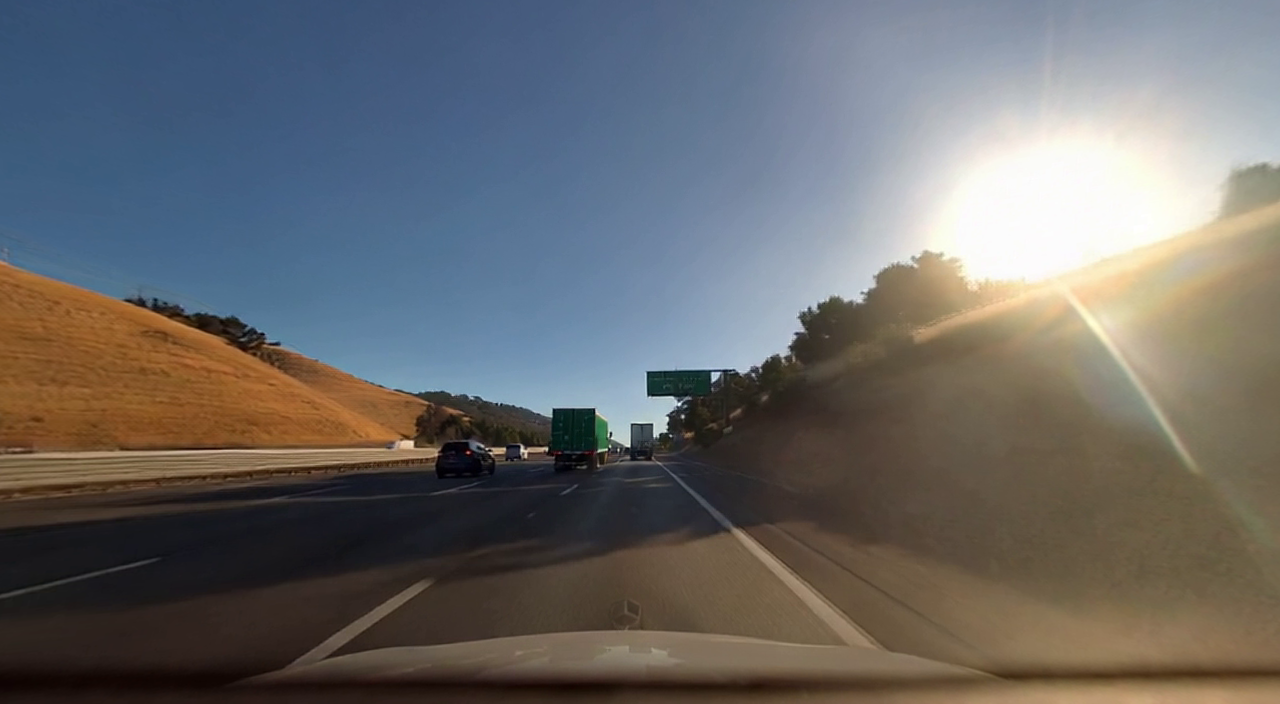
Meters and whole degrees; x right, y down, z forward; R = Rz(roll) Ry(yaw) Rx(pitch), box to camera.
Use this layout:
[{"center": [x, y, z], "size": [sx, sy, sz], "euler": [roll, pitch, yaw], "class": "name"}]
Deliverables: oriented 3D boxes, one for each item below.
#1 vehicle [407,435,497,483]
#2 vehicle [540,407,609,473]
[{"center": [-7.460, 4.296, 25.579], "size": [2.125, 1.725, 4.715], "euler": [0, -9, 1], "class": "vehicle"}, {"center": [-3.561, 5.213, 36.987], "size": [2.789, 3.271, 10.894], "euler": [0, -9, 0], "class": "vehicle"}]
